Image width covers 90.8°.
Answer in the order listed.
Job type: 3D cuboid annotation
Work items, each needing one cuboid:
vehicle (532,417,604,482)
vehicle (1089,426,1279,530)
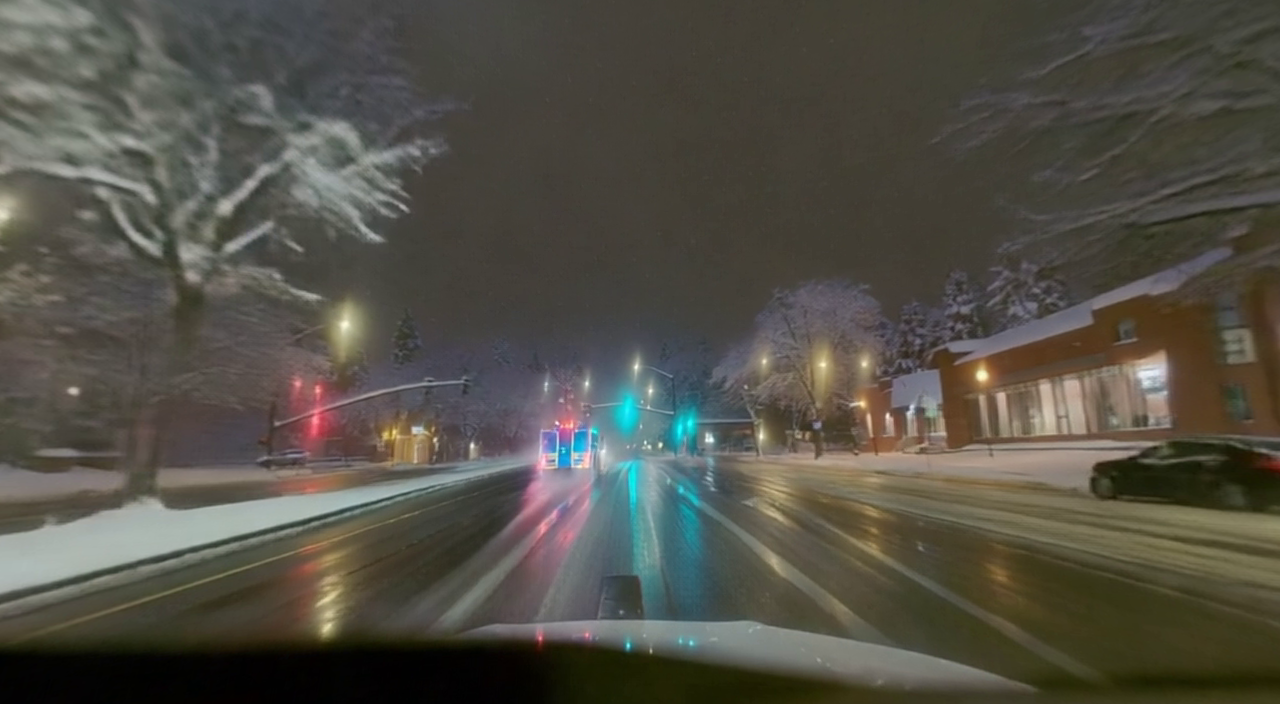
[{"bbox_3d":[-3.301,4.676,30.399,2.633,2.787,5.796,0,-9,2],"label":"vehicle"},{"bbox_3d":[11.636,2.435,12.798,1.980,1.719,4.422,-1,-9,4],"label":"vehicle"}]
